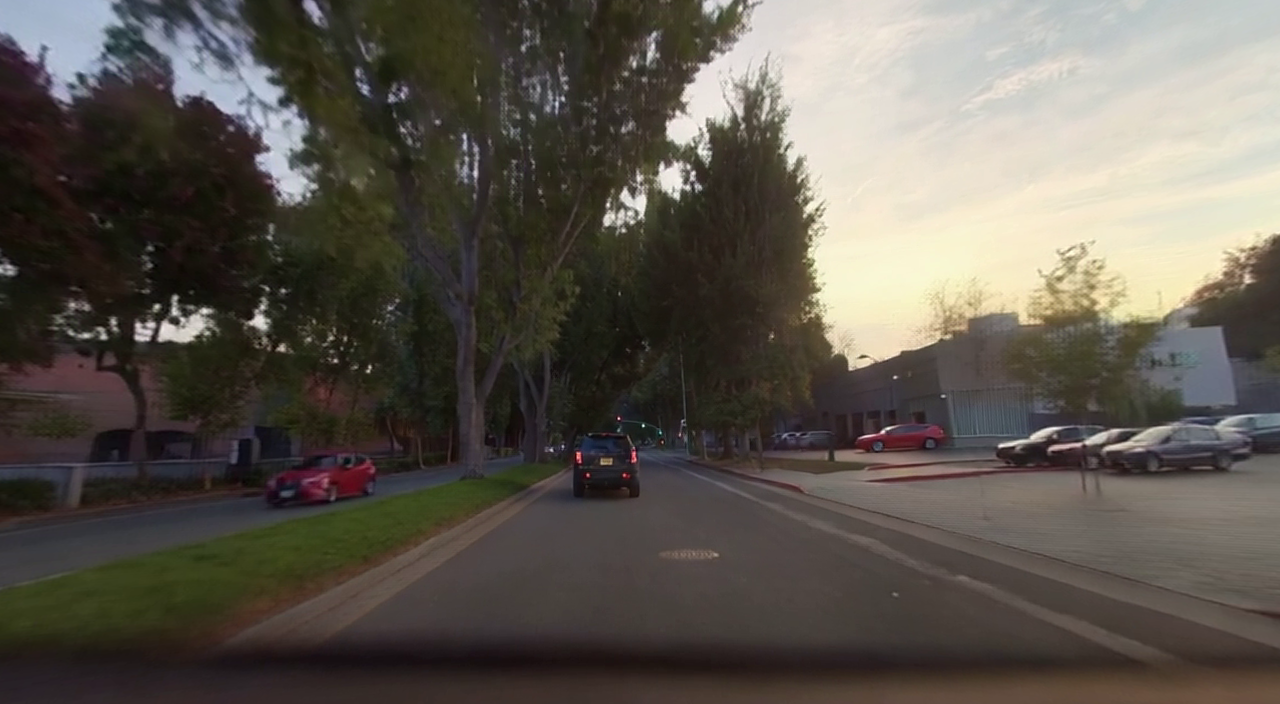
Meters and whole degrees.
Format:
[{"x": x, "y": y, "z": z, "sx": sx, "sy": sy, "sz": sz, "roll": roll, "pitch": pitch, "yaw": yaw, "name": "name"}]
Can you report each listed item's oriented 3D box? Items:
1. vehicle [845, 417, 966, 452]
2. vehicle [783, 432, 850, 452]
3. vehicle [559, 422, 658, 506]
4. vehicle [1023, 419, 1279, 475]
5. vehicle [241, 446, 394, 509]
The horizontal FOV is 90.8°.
[{"x": 12.845, "y": 4.053, "z": 30.797, "sx": 4.788, "sy": 1.625, "sz": 2.319, "roll": 0, "pitch": -8, "yaw": -3, "name": "vehicle"}, {"x": 12.492, "y": 6.395, "z": 44.864, "sx": 4.090, "sy": 1.433, "sz": 1.983, "roll": 0, "pitch": -8, "yaw": -1, "name": "vehicle"}, {"x": -0.747, "y": 2.871, "z": 16.782, "sx": 2.157, "sy": 1.816, "sz": 5.804, "roll": 0, "pitch": -8, "yaw": -1, "name": "vehicle"}, {"x": 14.199, "y": 2.672, "z": 17.737, "sx": 5.344, "sy": 1.440, "sz": 2.318, "roll": 0, "pitch": -8, "yaw": 2, "name": "vehicle"}, {"x": -8.826, "y": 3.419, "z": 17.861, "sx": 2.027, "sy": 1.493, "sz": 4.707, "roll": 0, "pitch": -8, "yaw": -3, "name": "vehicle"}]
